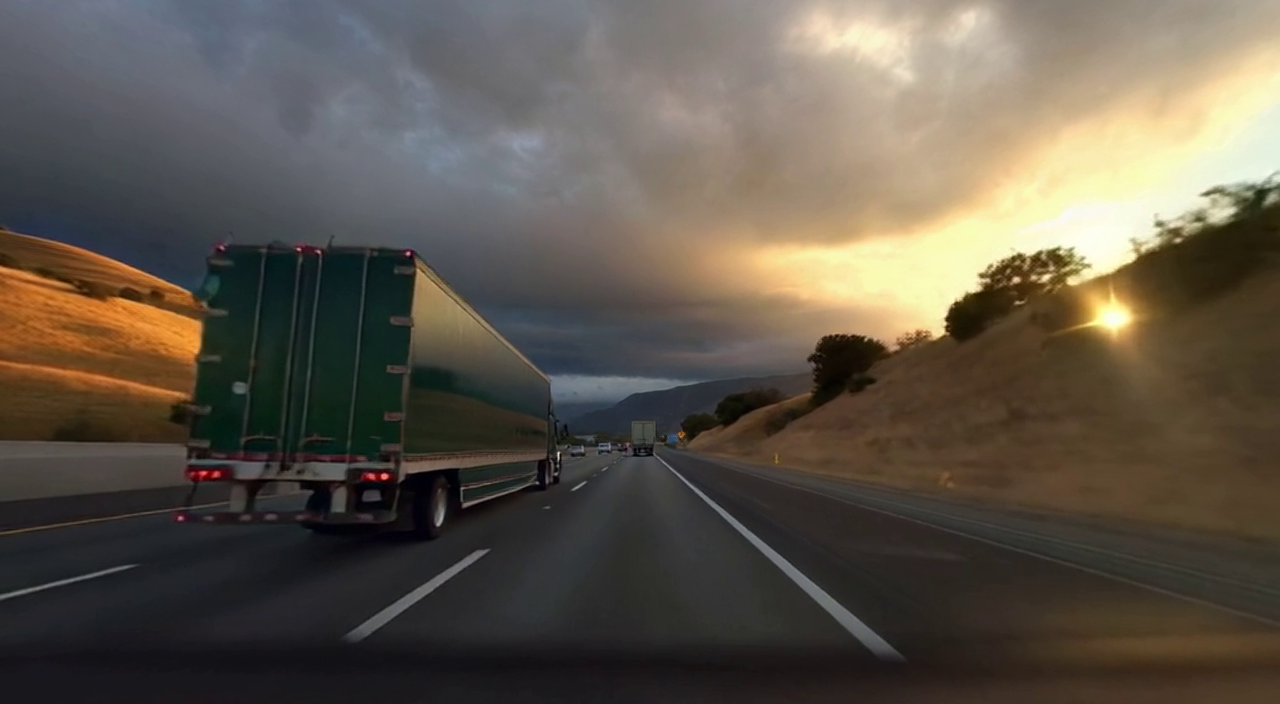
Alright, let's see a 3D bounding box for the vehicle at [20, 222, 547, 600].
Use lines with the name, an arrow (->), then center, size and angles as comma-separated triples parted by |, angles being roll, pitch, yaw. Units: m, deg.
vehicle -> -3.804, 1.266, 10.875 | 2.789, 3.271, 10.894 | 1, -9, 0
